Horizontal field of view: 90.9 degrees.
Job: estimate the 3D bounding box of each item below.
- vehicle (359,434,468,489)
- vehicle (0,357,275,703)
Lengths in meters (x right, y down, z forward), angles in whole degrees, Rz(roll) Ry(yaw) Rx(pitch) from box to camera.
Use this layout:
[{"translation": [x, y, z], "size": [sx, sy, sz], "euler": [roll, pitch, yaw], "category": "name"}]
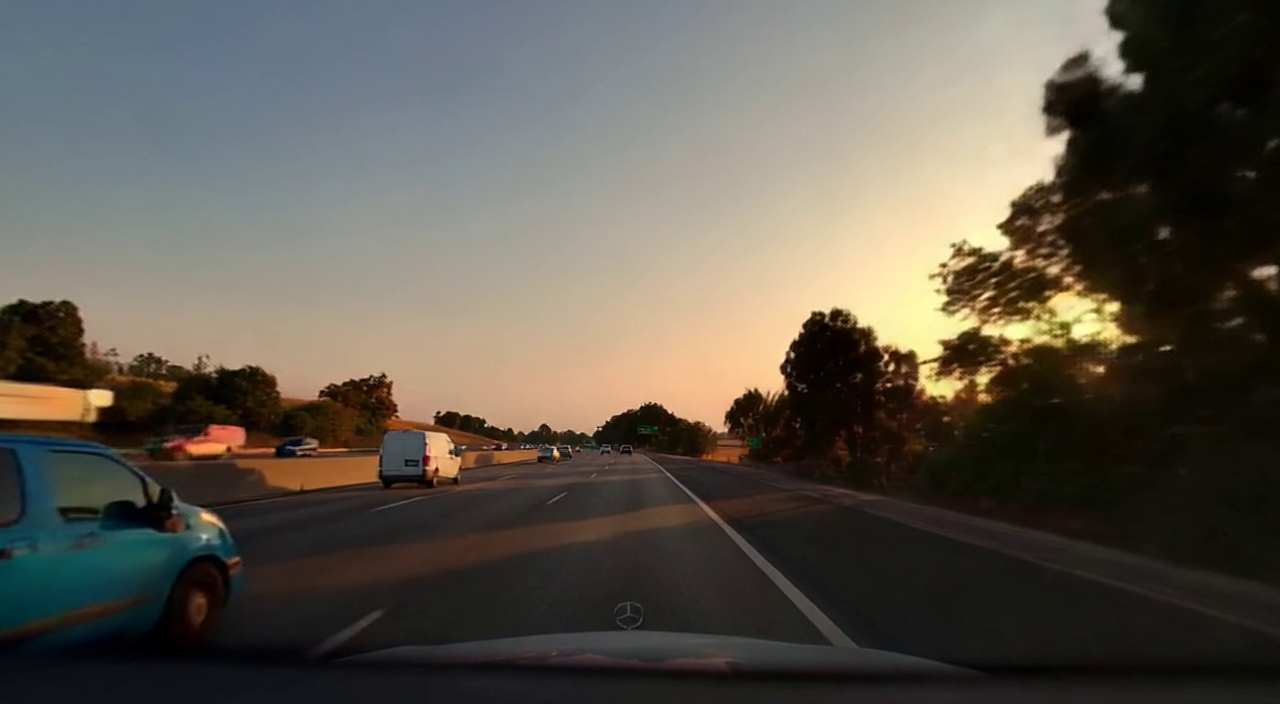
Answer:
[{"translation": [-7.874, 3.858, 22.528], "size": [2.093, 1.752, 4.771], "euler": [0, -9, 0], "category": "vehicle"}, {"translation": [-3.746, 0.792, 2.164], "size": [2.040, 1.679, 4.865], "euler": [0, -9, 0], "category": "vehicle"}]
